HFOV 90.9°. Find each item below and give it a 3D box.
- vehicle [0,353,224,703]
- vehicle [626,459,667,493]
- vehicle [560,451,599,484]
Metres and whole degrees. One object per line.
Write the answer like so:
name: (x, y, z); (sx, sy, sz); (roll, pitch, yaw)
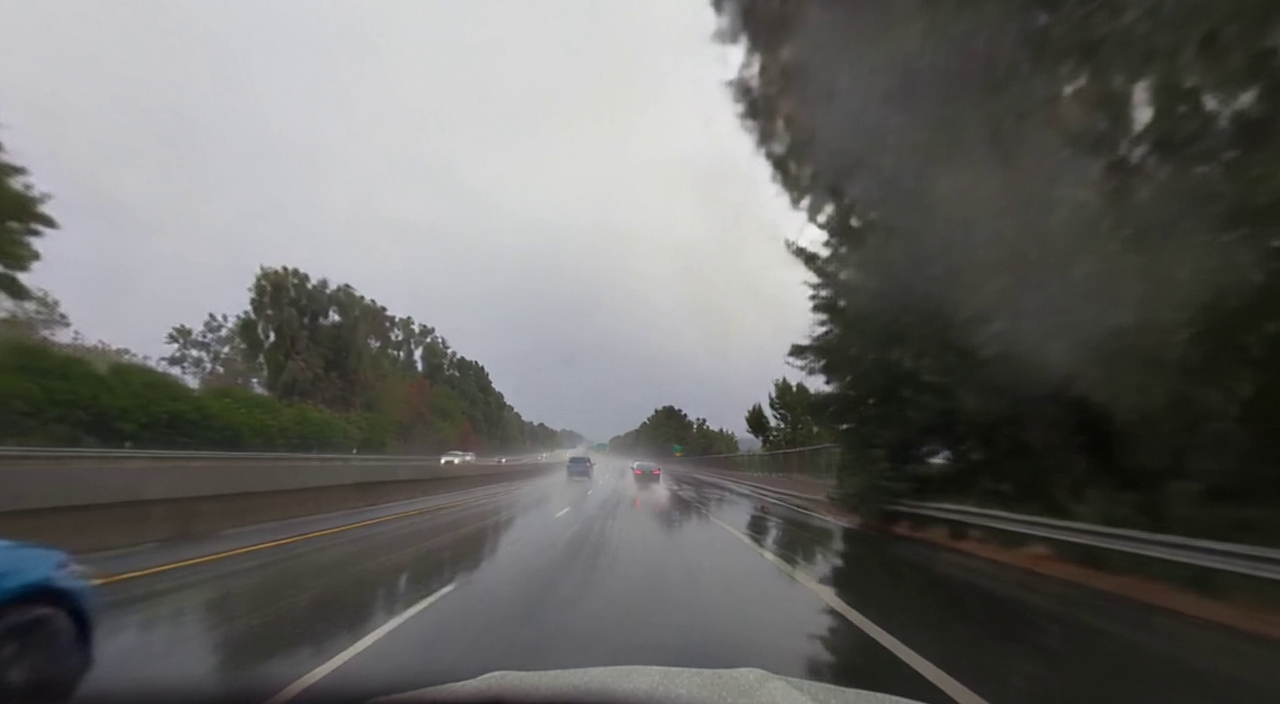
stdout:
vehicle: (-3.628, 0.638, 1.353); (2.176, 1.678, 4.724); (1, -10, 0)
vehicle: (0.263, 6.167, 31.447); (1.905, 1.559, 3.491); (1, -10, -1)
vehicle: (-4.168, 8.106, 44.306); (2.237, 2.113, 4.815); (1, -10, 0)
